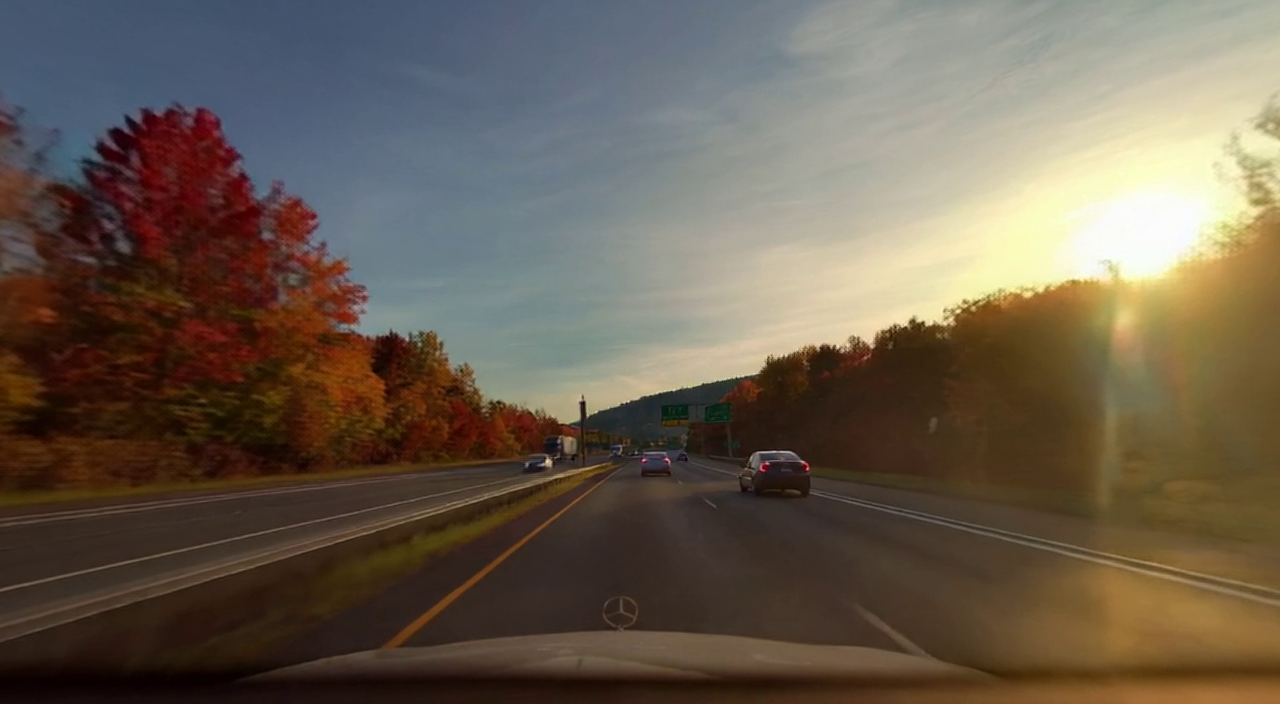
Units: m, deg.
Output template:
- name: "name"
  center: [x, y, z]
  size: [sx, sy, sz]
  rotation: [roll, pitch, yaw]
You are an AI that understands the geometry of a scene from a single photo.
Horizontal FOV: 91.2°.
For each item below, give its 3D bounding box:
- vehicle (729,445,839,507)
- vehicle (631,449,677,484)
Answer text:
- name: "vehicle"
  center: [3.949, 3.474, 18.007]
  size: [2.119, 1.557, 4.163]
  rotation: [0, -9, 0]
- name: "vehicle"
  center: [0.653, 5.491, 30.381]
  size: [2.070, 1.546, 4.648]
  rotation: [0, -9, 1]
